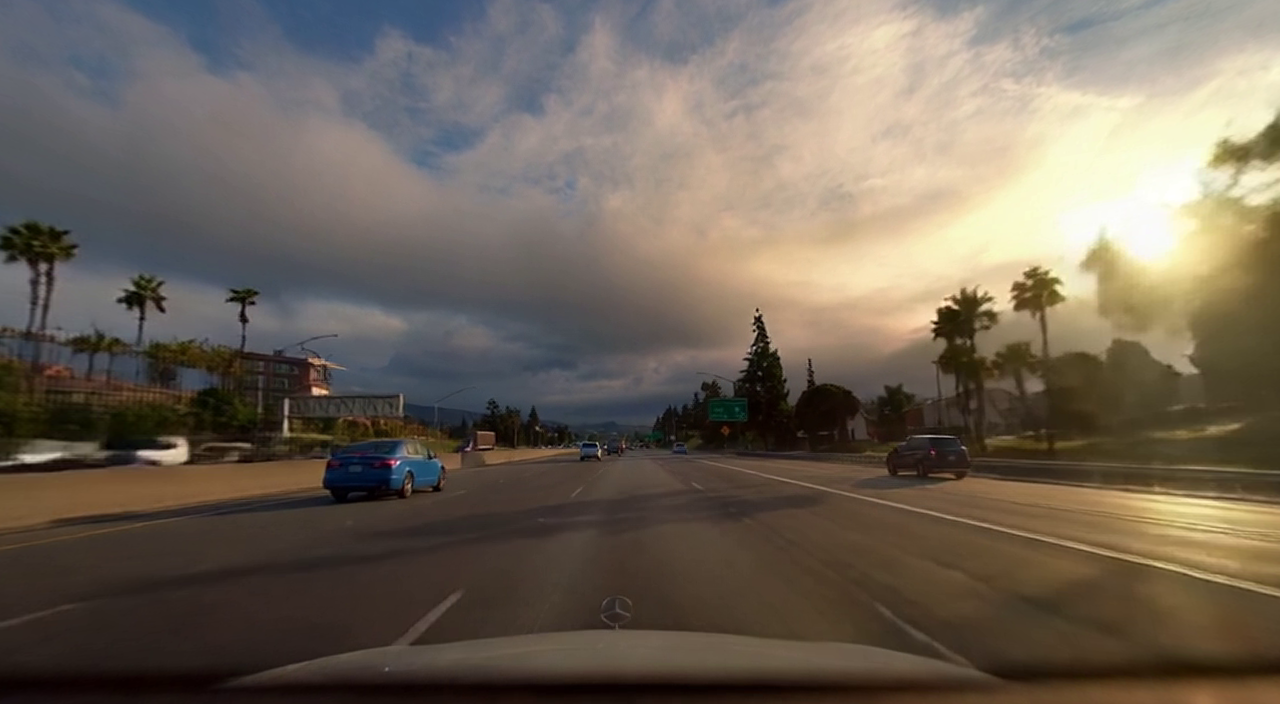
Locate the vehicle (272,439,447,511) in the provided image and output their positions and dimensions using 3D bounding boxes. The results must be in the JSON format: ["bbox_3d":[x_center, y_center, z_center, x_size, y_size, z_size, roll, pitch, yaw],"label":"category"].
[{"bbox_3d":[-6.622,2.953,15.717,2.018,1.480,4.999,0,-9,1],"label":"vehicle"}]

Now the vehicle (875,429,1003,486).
[{"bbox_3d":[10.338,3.693,22.315,2.168,1.792,4.457,0,-9,-3],"label":"vehicle"}]

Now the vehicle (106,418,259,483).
[{"bbox_3d":[-24.687,5.400,34.713,2.883,3.110,7.219,0,-9,0],"label":"vehicle"}]

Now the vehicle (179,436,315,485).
[{"bbox_3d":[-14.832,4.124,24.269,2.129,1.694,4.761,0,-9,0],"label":"vehicle"}]
